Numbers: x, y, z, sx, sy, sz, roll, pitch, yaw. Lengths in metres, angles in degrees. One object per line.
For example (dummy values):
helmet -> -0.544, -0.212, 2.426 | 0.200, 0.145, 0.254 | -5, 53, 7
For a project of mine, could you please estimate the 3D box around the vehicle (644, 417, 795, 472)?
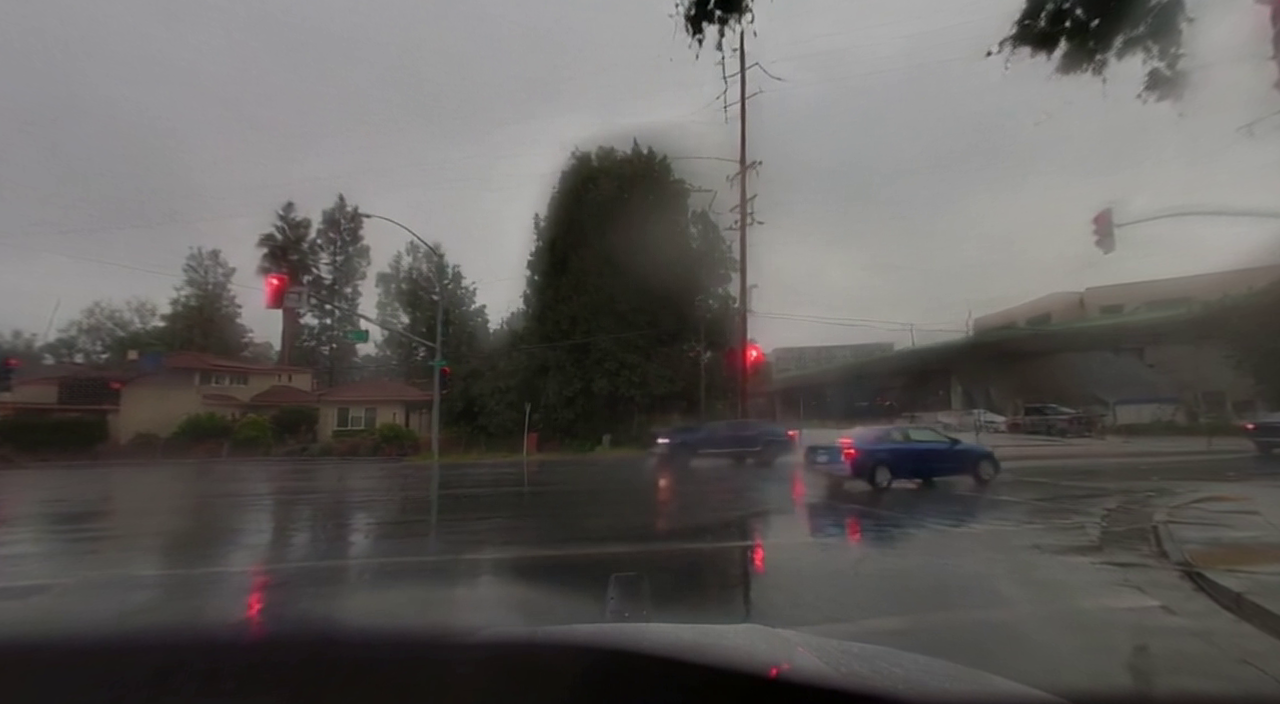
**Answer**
vehicle -> 2.812, 3.319, 22.661 | 4.966, 1.806, 2.007 | 2, -9, -15

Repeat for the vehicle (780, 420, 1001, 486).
vehicle -> 6.082, 2.456, 15.493 | 4.757, 1.442, 1.858 | 2, -9, -13
